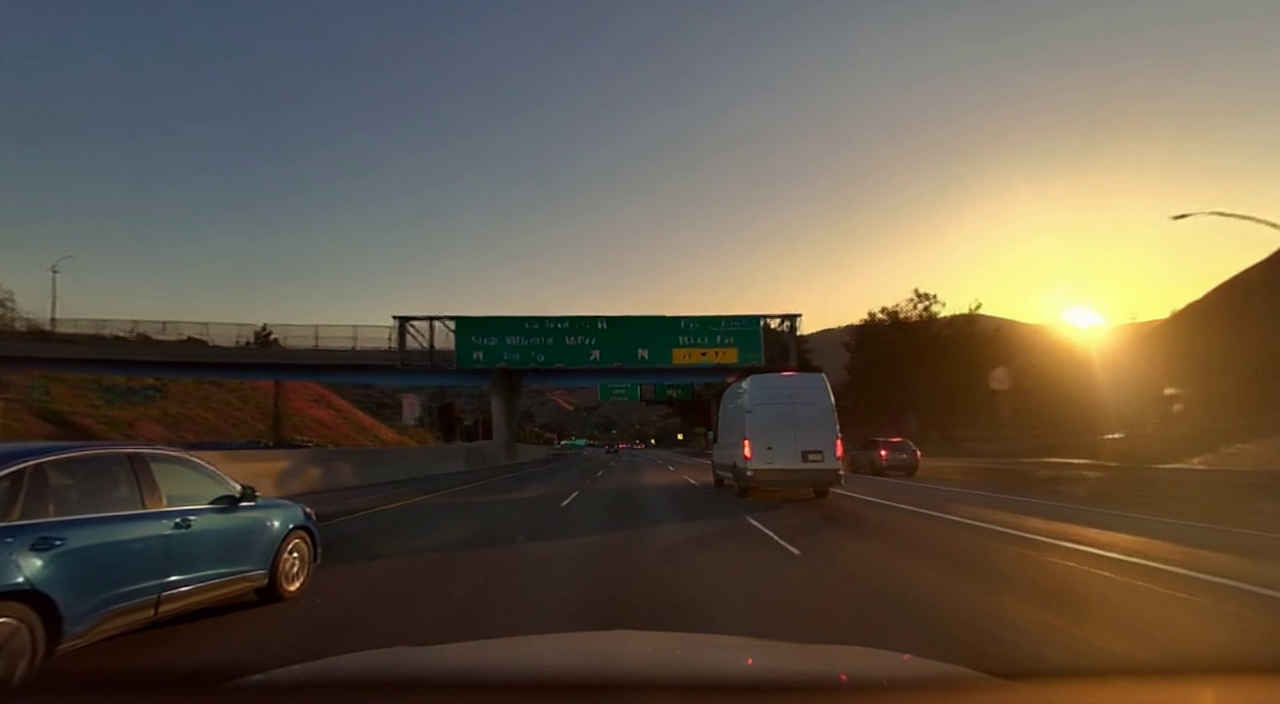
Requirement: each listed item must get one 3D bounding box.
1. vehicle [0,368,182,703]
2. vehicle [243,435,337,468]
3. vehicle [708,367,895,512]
[{"bbox_3d":[-3.916,0.754,1.852,2.000,1.646,4.201,0,-8,-1],"label":"vehicle"},{"bbox_3d":[-17.972,5.153,32.775,2.044,1.573,4.964,0,-8,0],"label":"vehicle"},{"bbox_3d":[3.398,2.134,15.304,2.629,2.718,6.740,0,-8,-1],"label":"vehicle"}]
